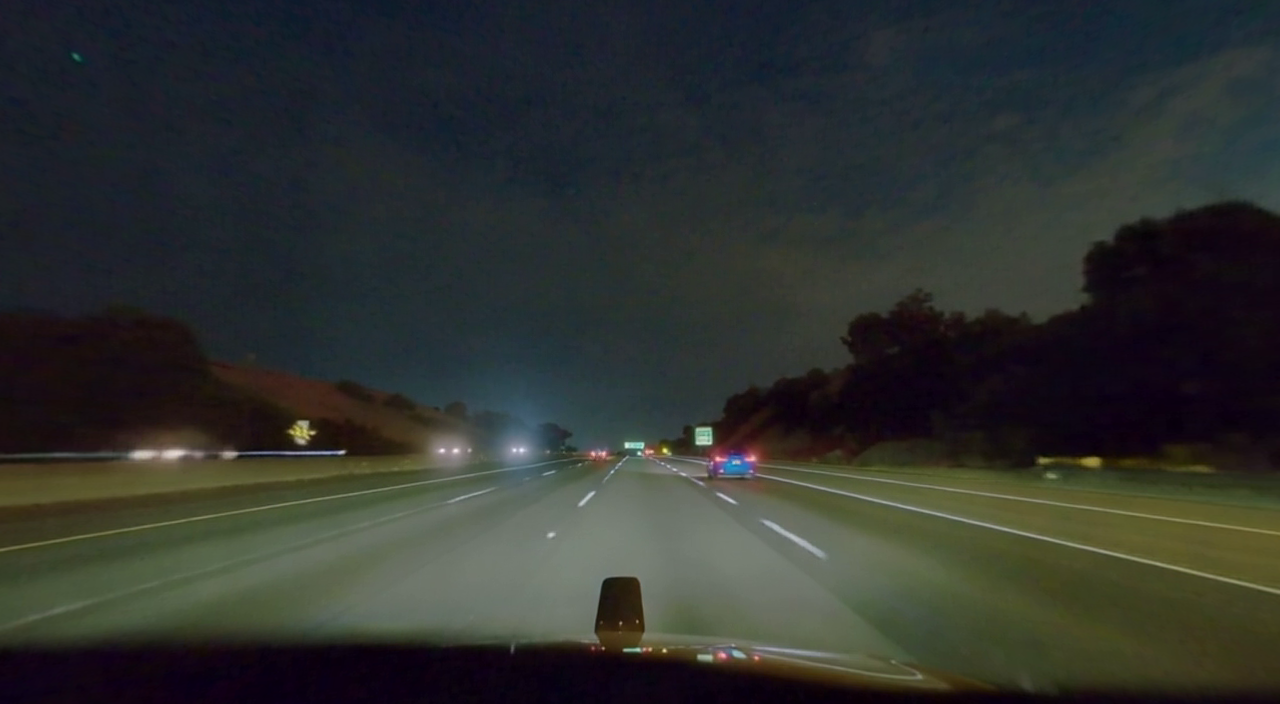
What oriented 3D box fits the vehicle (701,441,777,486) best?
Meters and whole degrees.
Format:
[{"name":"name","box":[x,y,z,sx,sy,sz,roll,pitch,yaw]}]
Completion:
[{"name":"vehicle","box":[3.603,4.156,23.780,2.033,1.501,4.398,0,-9,-2]}]

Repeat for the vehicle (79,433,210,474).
[{"name":"vehicle","box":[-22.191,4.575,28.533,2.017,1.656,4.875,0,-9,-1]}]
